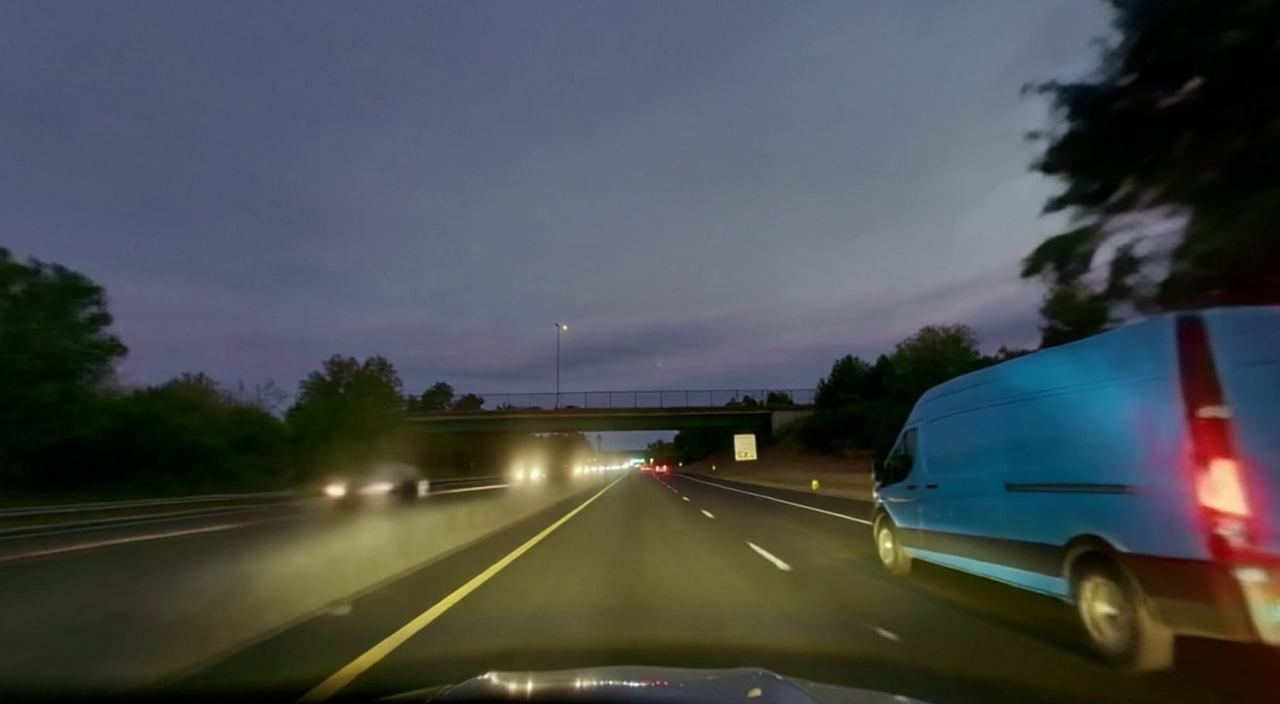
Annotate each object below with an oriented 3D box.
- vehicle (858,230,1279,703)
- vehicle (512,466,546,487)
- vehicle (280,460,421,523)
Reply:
[{"bbox_3d":[4.564,1.183,6.135,2.372,2.581,6.763,1,-10,0],"label":"vehicle"},{"bbox_3d":[-8.606,9.706,49.064,1.872,1.514,4.101,1,-10,0],"label":"vehicle"},{"bbox_3d":[-7.969,3.871,17.826,1.947,1.513,4.250,1,-10,0],"label":"vehicle"}]
